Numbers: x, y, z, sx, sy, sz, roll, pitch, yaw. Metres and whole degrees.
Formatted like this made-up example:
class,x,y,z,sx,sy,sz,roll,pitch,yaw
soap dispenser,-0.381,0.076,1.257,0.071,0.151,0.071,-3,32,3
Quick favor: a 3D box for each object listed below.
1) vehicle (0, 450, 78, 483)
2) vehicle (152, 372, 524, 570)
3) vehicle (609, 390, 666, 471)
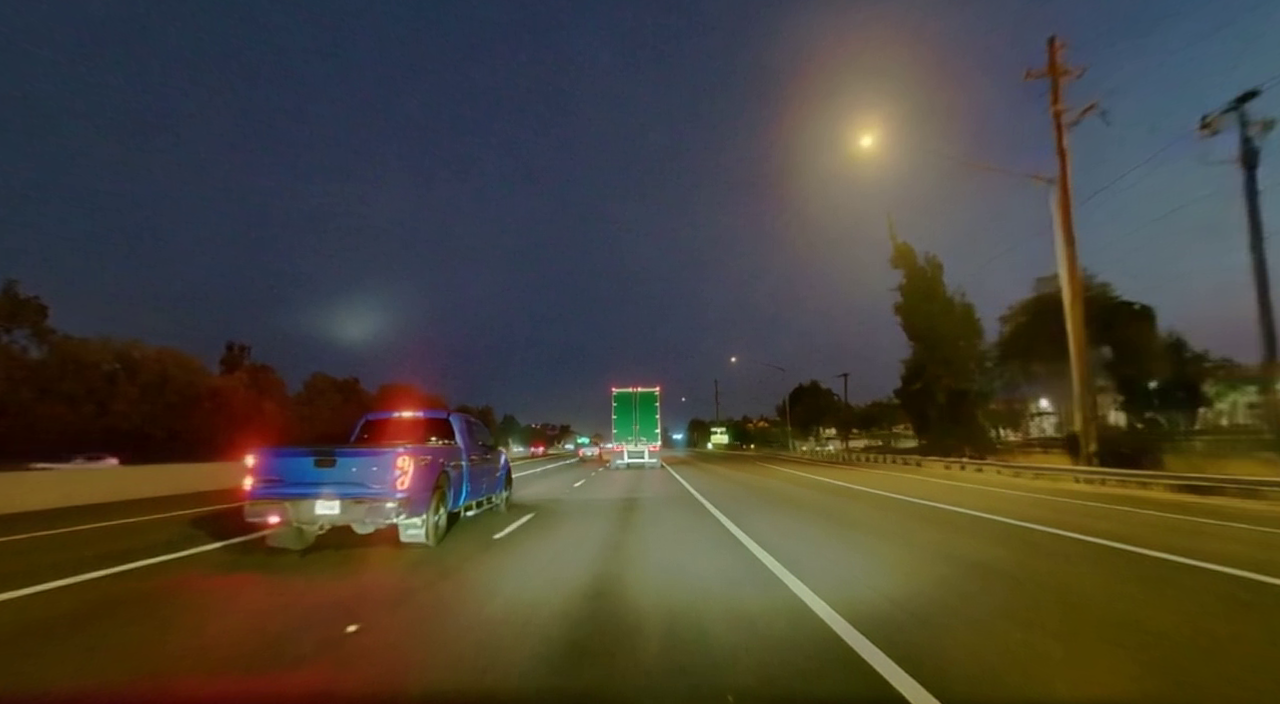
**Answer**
class,x,y,z,sx,sy,sz,roll,pitch,yaw
vehicle,-33.652,6.154,34.081,1.841,1.605,5.098,0,-8,1
vehicle,-3.889,1.762,10.198,2.749,2.141,6.515,0,-8,0
vehicle,-0.141,4.914,38.559,2.879,4.085,13.125,0,-8,0
